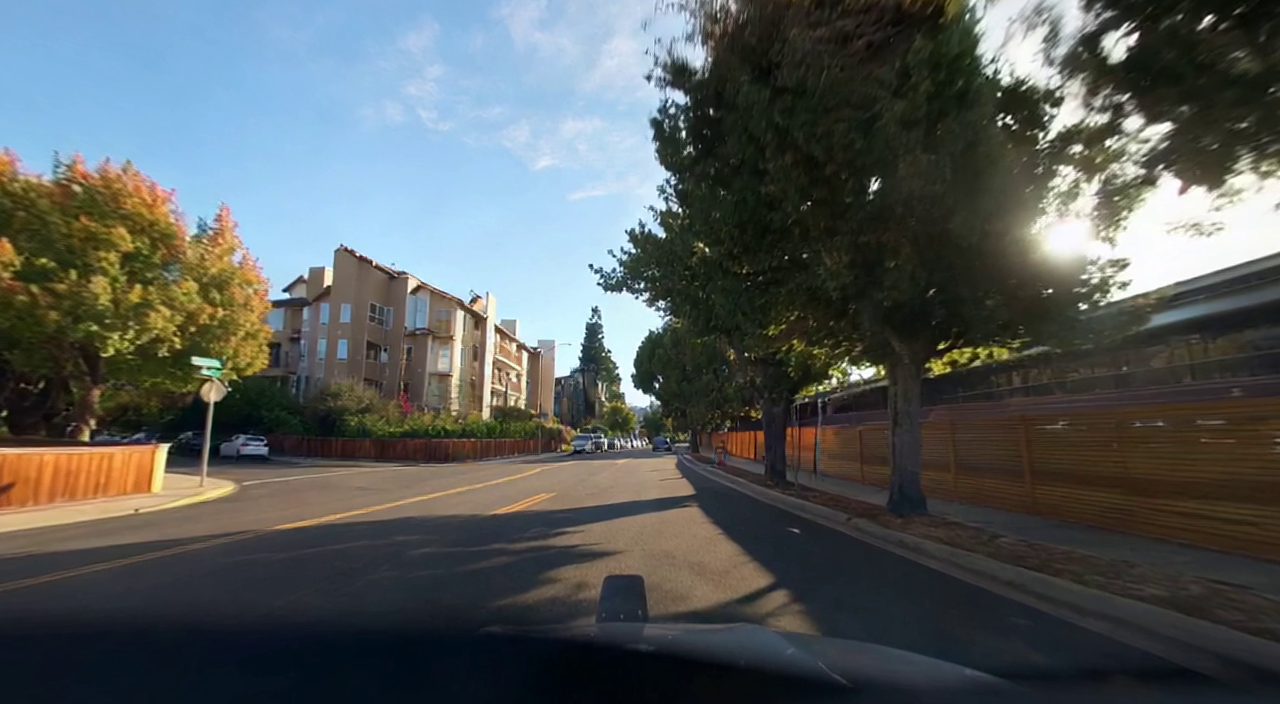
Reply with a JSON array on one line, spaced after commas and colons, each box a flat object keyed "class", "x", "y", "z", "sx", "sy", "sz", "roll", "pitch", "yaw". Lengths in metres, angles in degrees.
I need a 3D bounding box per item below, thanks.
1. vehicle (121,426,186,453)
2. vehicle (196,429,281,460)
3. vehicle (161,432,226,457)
[{"class": "vehicle", "x": -34.587, "y": 6.254, "z": 44.883, "sx": 4.503, "sy": 1.838, "sz": 2.069, "roll": -5, "pitch": -10, "yaw": 32}, {"class": "vehicle", "x": -24.674, "y": 5.680, "z": 38.783, "sx": 5.078, "sy": 1.794, "sz": 2.210, "roll": -5, "pitch": -10, "yaw": 30}, {"class": "vehicle", "x": -29.321, "y": 6.069, "z": 41.449, "sx": 4.245, "sy": 1.564, "sz": 1.895, "roll": -5, "pitch": -10, "yaw": 32}]
